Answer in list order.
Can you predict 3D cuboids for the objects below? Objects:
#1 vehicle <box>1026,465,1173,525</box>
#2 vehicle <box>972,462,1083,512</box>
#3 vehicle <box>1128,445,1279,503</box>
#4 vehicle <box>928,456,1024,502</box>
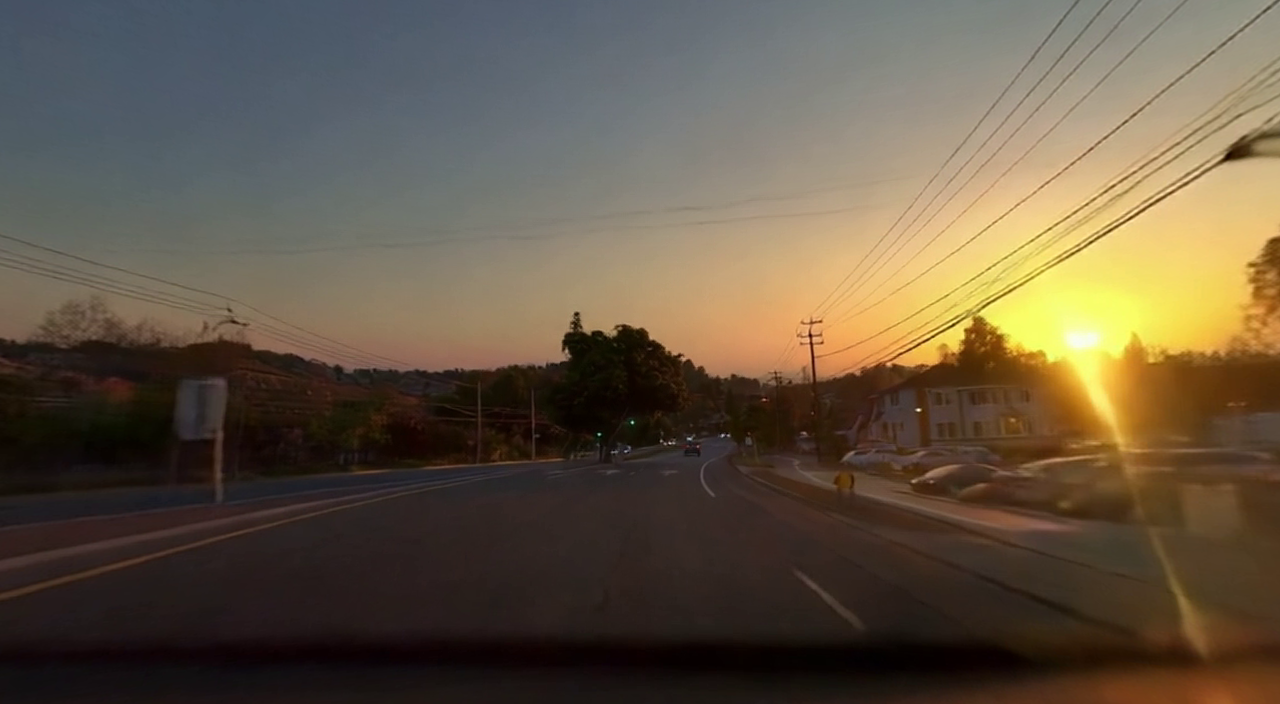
[{"bbox_3d":[14.006,4.247,19.151,4.475,1.492,1.925,5,-10,-31],"label":"vehicle"},{"bbox_3d":[13.975,4.775,22.651,4.514,1.495,1.748,6,-11,-36],"label":"vehicle"},{"bbox_3d":[21.483,4.420,23.448,2.119,1.874,4.855,2,-9,-13],"label":"vehicle"},{"bbox_3d":[14.125,5.228,26.391,4.456,1.693,2.017,8,-12,-42],"label":"vehicle"}]
